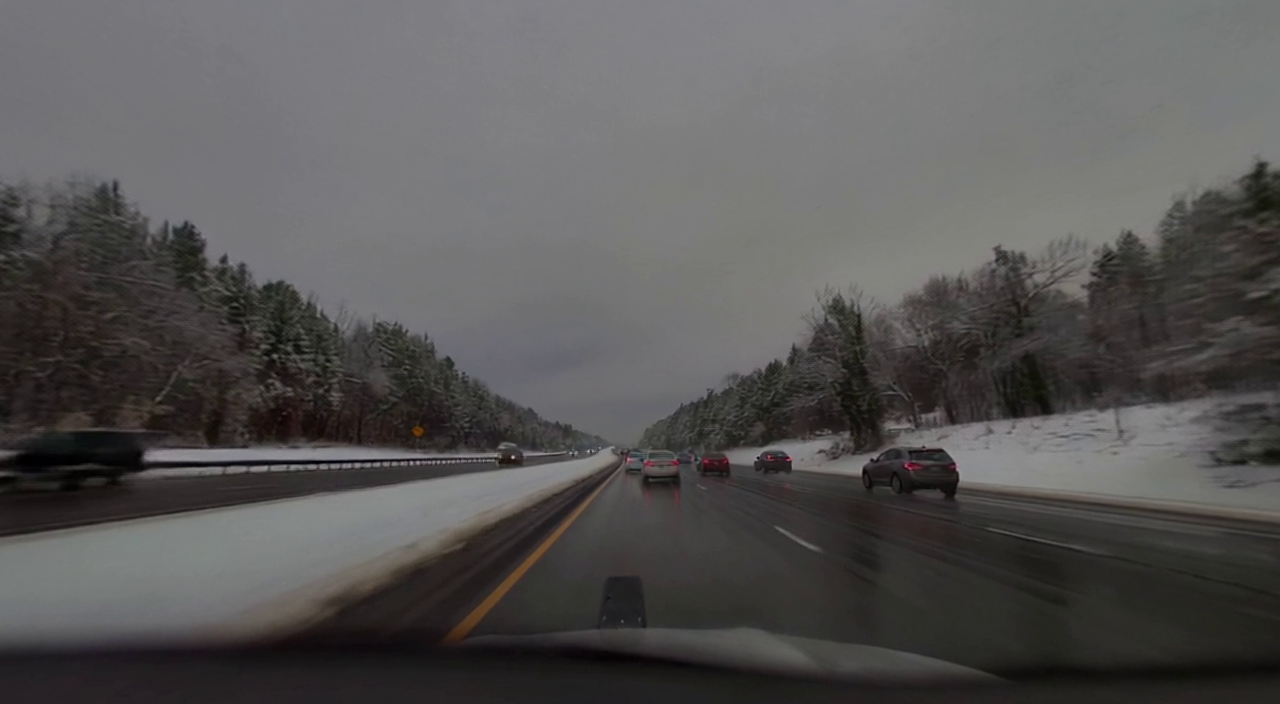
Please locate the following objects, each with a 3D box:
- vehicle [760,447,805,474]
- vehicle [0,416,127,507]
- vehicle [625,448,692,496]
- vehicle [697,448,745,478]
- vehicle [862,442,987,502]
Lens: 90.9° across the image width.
[{"bbox_3d":[8.988,6.901,40.105,1.957,1.594,3.632,0,-9,-1],"label":"vehicle"},{"bbox_3d":[-12.139,2.012,11.564,1.950,1.566,4.141,0,-9,0],"label":"vehicle"},{"bbox_3d":[0.563,3.927,20.926,2.020,1.426,3.702,0,-9,0],"label":"vehicle"},{"bbox_3d":[4.282,5.944,34.040,1.981,1.518,4.029,0,-9,-1],"label":"vehicle"},{"bbox_3d":[8.188,3.473,18.545,1.847,1.554,3.752,0,-9,-1],"label":"vehicle"}]
